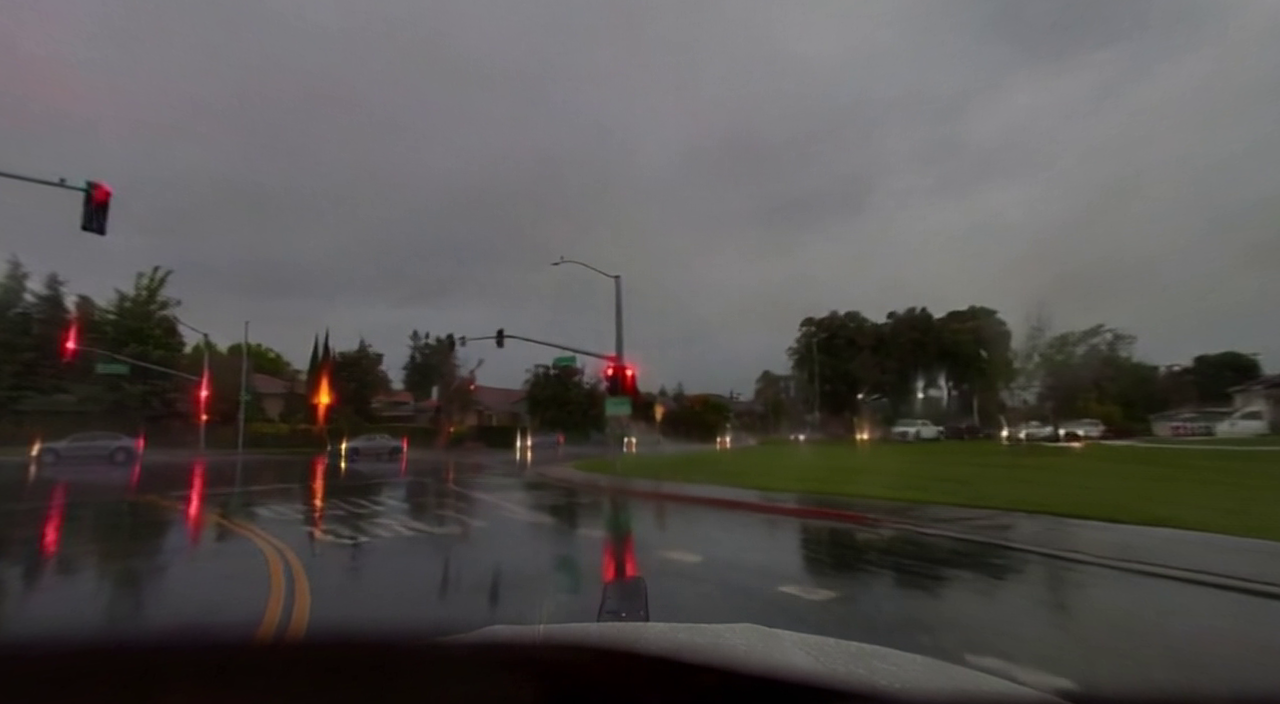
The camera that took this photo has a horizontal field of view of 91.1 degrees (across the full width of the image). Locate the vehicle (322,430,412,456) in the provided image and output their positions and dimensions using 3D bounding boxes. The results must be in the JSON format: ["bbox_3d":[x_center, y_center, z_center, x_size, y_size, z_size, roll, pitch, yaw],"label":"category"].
[{"bbox_3d":[-16.916,5.668,39.115,1.828,1.462,4.740,-7,-11,39],"label":"vehicle"}]

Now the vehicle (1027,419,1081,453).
[{"bbox_3d":[25.323,5.185,38.587,2.402,1.920,5.467,-5,-10,30],"label":"vehicle"}]

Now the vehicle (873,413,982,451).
[{"bbox_3d":[18.376,5.172,40.286,5.939,2.249,2.437,-6,-10,33],"label":"vehicle"}]

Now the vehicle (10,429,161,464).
[{"bbox_3d":[-25.461,4.365,29.007,1.847,1.461,4.853,-7,-11,38],"label":"vehicle"}]

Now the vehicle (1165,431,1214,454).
[{"bbox_3d":[34.663,5.731,39.716,1.844,1.408,4.212,-6,-10,35],"label":"vehicle"}]
